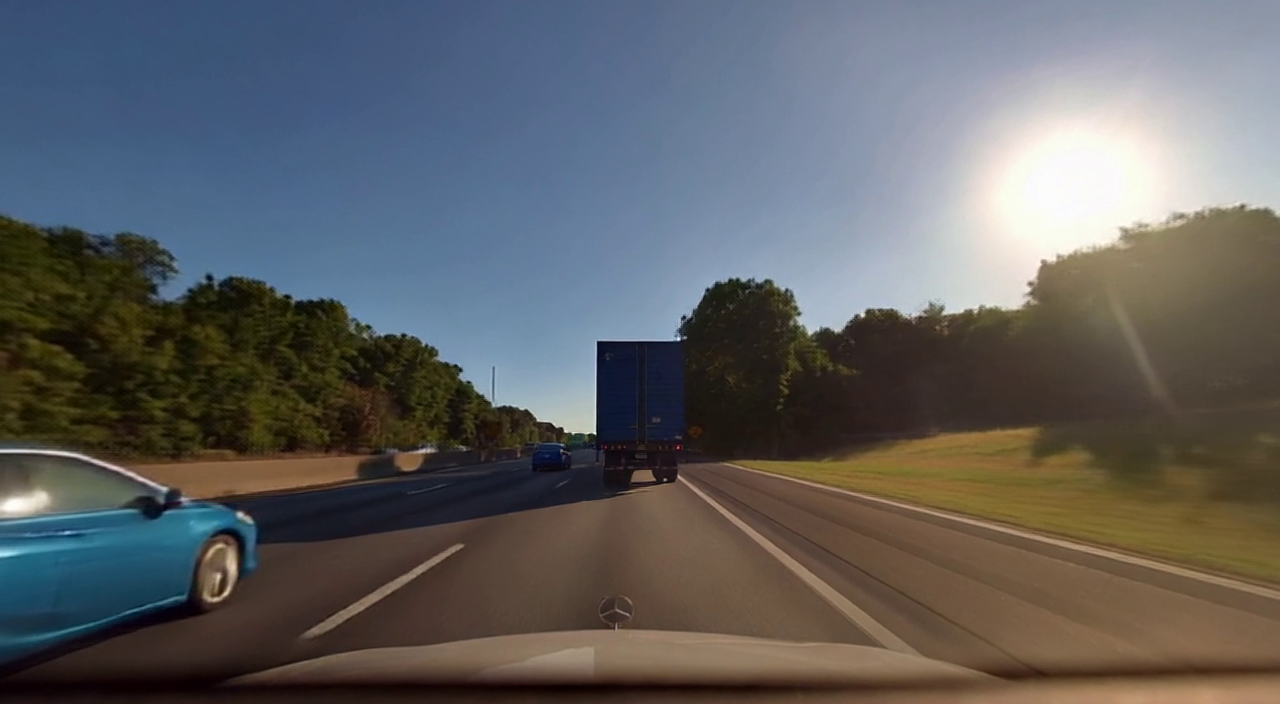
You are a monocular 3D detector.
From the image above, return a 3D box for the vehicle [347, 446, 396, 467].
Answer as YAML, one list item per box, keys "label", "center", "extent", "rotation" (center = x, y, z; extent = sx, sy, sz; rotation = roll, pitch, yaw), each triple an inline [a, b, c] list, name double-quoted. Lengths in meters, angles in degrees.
- label: "vehicle"
  center: [-20.143, 7.855, 47.387]
  extent: [1.791, 1.462, 4.349]
  rotation: [0, -8, 0]

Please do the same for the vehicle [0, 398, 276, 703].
- label: "vehicle"
  center: [-4.280, 1.018, 3.091]
  extent: [2.116, 1.571, 4.849]
  rotation: [0, -8, -1]

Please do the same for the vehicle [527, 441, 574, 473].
- label: "vehicle"
  center: [-4.579, 5.450, 32.815]
  extent: [1.854, 1.530, 4.268]
  rotation: [0, -8, 0]

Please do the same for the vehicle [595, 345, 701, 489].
- label: "vehicle"
  center: [0.119, 2.641, 23.735]
  extent: [3.073, 4.196, 10.546]
  rotation: [0, -8, -1]

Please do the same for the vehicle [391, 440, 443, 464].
- label: "vehicle"
  center: [-16.671, 7.510, 47.349]
  extent: [2.082, 1.655, 4.885]
  rotation: [0, -8, 0]
